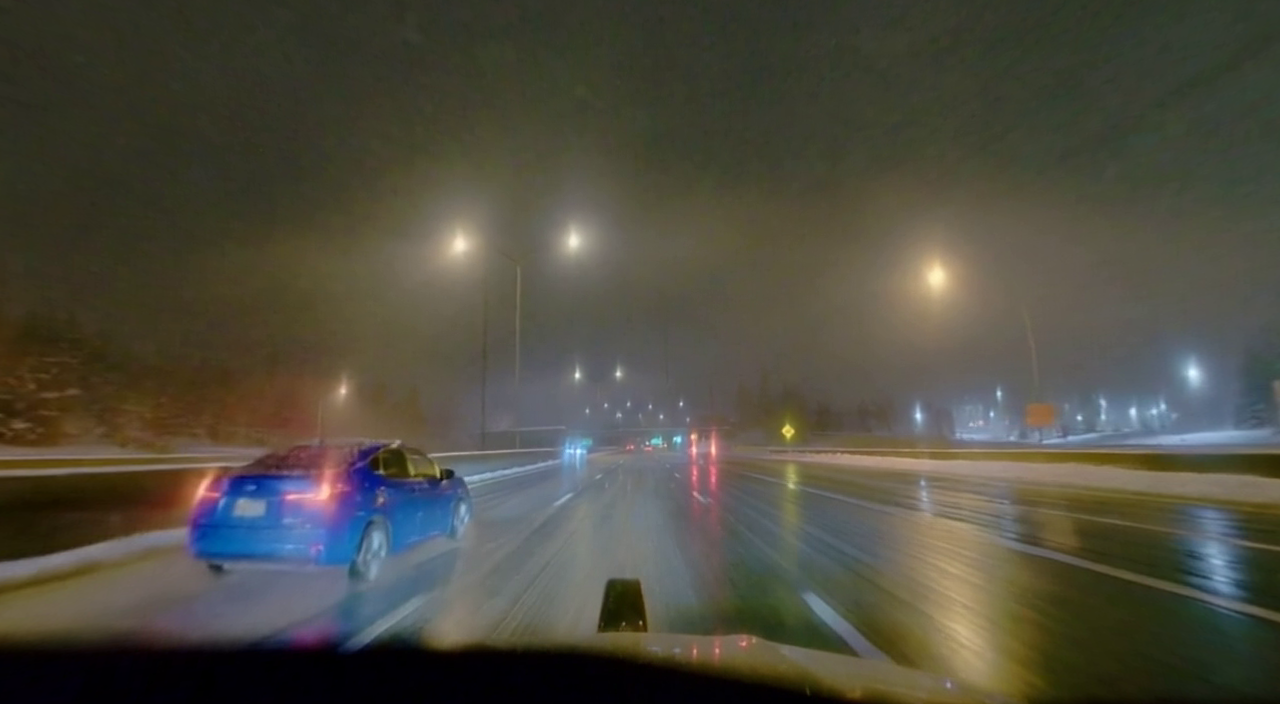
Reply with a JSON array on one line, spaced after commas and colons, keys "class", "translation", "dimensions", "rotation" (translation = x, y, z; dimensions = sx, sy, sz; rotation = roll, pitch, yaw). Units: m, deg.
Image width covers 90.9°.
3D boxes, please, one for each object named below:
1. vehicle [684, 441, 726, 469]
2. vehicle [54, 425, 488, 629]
[{"class": "vehicle", "translation": [3.704, 6.024, 36.935], "dimensions": [1.949, 1.515, 4.374], "rotation": [0, -9, -1]}, {"class": "vehicle", "translation": [-3.348, 1.663, 7.141], "dimensions": [1.979, 1.505, 4.705], "rotation": [0, -9, 2]}]
